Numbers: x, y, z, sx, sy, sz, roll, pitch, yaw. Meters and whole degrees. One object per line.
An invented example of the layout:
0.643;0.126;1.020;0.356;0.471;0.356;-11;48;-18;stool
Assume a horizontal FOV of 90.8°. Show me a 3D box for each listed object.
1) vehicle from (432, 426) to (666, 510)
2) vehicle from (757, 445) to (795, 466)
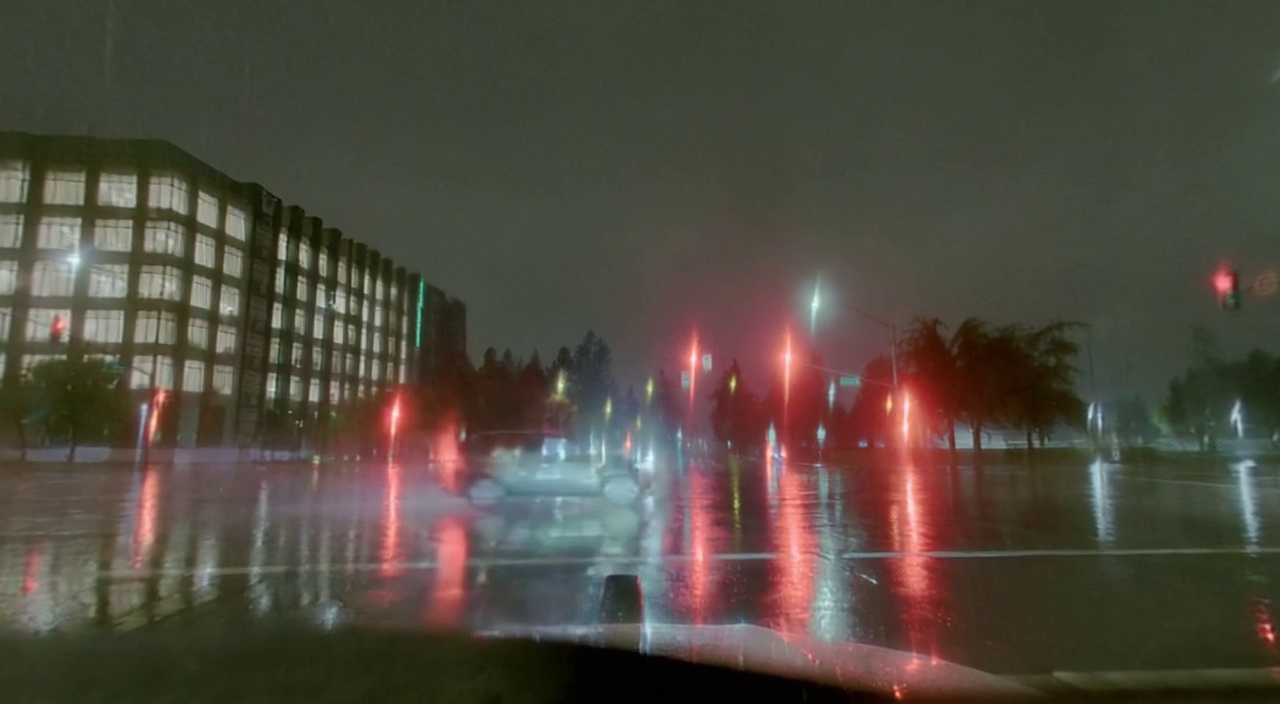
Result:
-1.974;2.578;14.365;4.853;1.719;1.986;1;-8;-6;vehicle
9.986;7.652;46.803;2.043;1.454;4.424;-1;-8;3;vehicle
